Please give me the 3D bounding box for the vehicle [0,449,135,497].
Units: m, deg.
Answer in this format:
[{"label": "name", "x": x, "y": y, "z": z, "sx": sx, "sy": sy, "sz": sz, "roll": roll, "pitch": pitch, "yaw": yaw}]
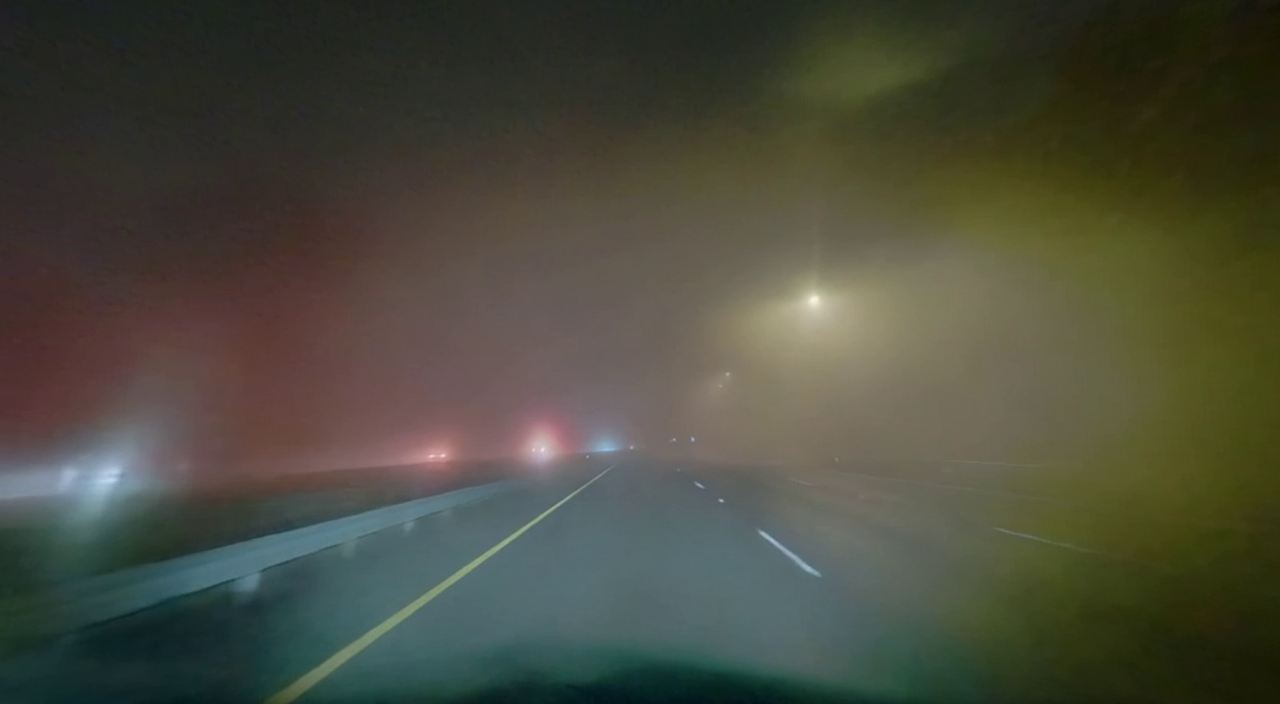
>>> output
[{"label": "vehicle", "x": -24.416, "y": 5.021, "z": 26.564, "sx": 2.123, "sy": 1.748, "sz": 4.902, "roll": -1, "pitch": -8, "yaw": 1}]
